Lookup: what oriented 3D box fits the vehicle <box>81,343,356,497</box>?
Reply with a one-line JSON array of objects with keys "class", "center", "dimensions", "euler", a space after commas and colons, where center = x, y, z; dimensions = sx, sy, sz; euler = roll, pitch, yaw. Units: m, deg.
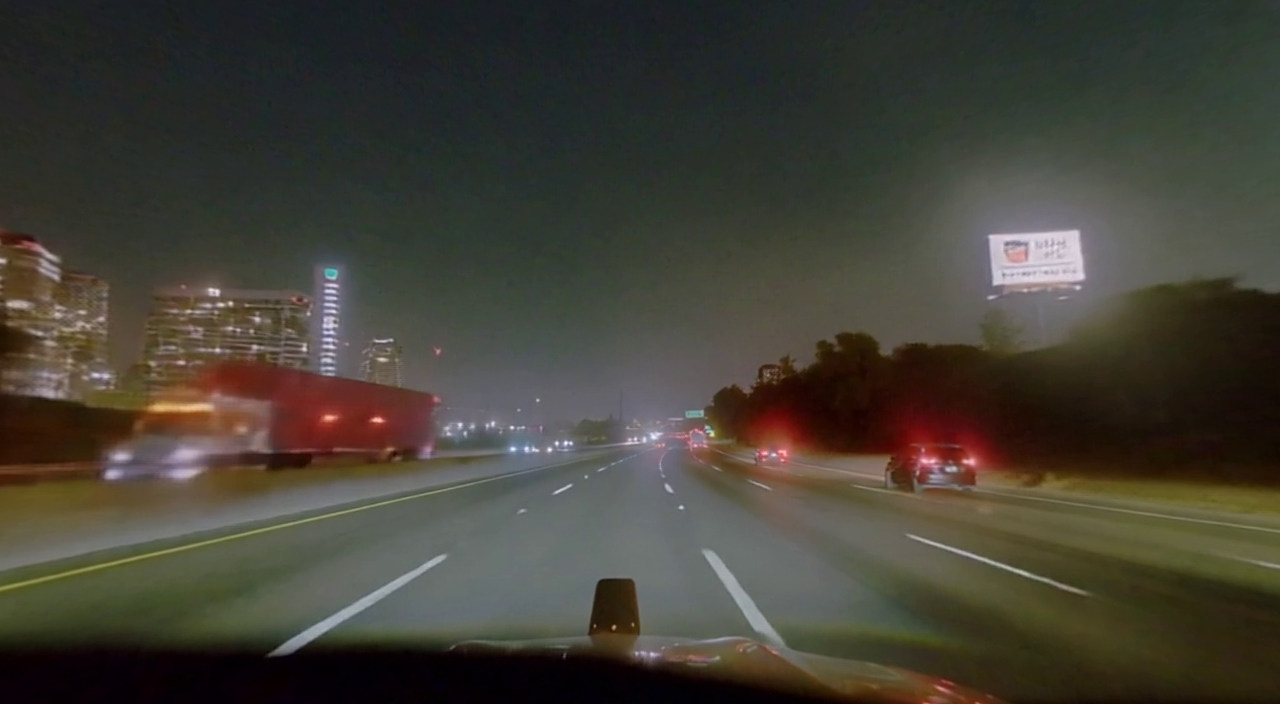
[{"class": "vehicle", "center": [-12.630, 2.329, 20.342], "dimensions": [3.010, 3.944, 8.280], "euler": [0, -9, 0]}]
